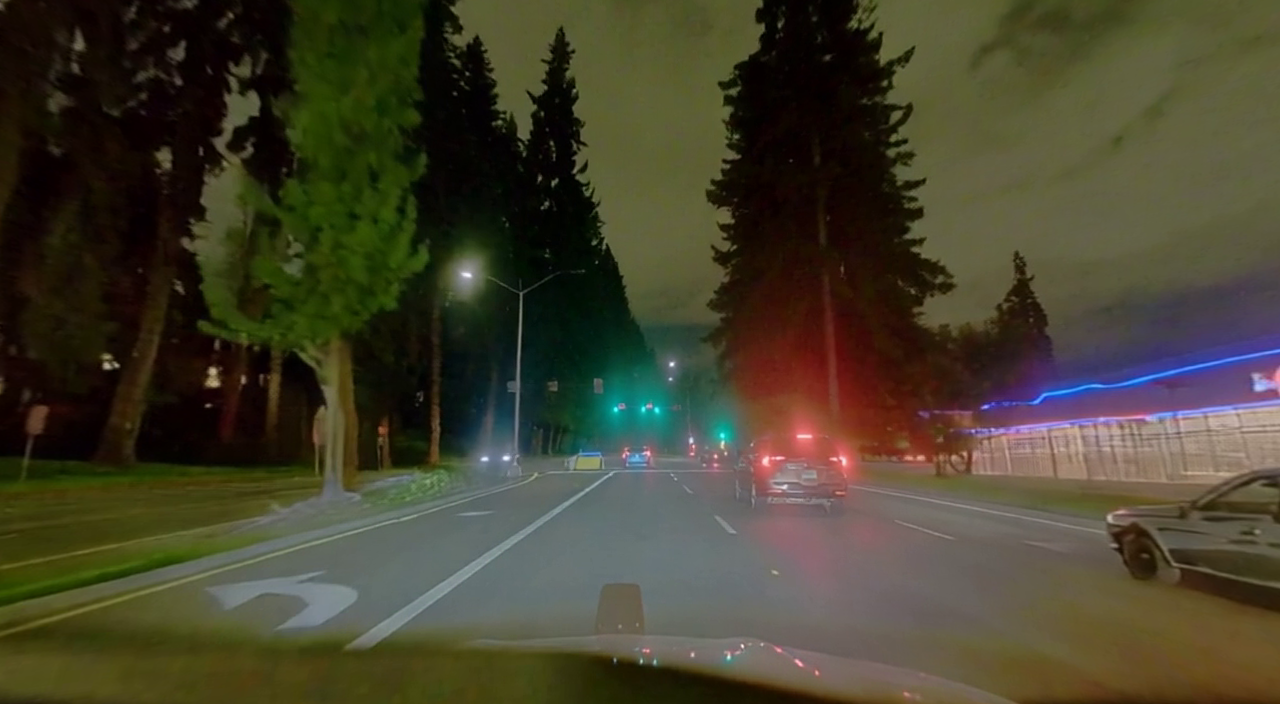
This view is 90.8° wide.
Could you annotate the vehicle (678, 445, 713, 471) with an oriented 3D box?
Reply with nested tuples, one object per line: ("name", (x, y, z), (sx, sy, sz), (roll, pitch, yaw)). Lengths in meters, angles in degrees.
("vehicle", (3.791, 7.294, 43.798), (1.922, 1.708, 4.126), (0, -9, -1))

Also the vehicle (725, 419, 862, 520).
("vehicle", (3.272, 2.613, 14.492), (2.035, 1.940, 4.299), (0, -9, 0))

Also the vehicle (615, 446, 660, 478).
("vehicle", (-0.109, 5.409, 31.290), (2.119, 1.460, 3.847), (0, -9, 0))

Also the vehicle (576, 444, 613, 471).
("vehicle", (-2.897, 6.824, 41.000), (1.962, 1.632, 3.979), (0, -9, 1))

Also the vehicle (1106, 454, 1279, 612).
("vehicle", (6.973, 1.743, 5.871), (2.003, 1.428, 4.330), (3, -9, 0))
